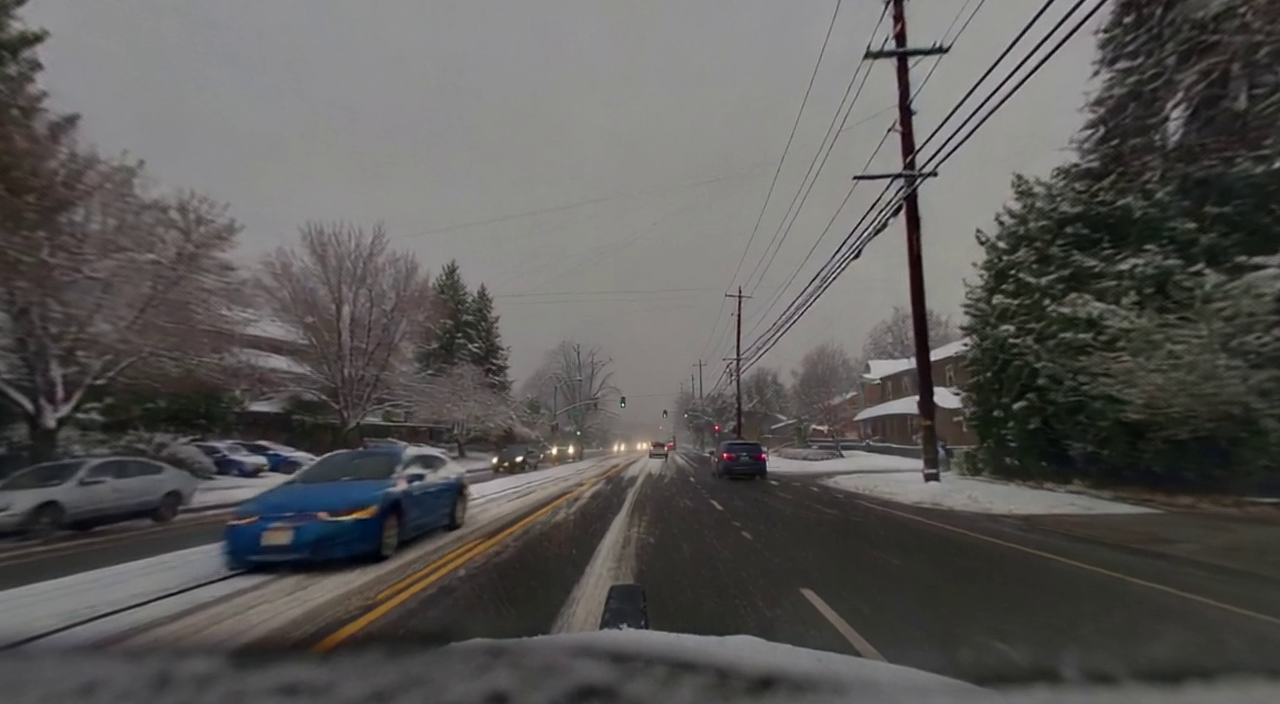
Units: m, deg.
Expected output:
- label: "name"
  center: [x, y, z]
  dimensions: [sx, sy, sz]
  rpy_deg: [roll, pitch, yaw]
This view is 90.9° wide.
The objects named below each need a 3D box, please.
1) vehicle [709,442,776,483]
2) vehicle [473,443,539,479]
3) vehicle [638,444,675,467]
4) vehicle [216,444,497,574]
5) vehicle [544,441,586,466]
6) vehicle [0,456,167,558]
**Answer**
- label: "vehicle"
  center: [4.018, 4.386, 25.470]
  dimensions: [1.951, 1.479, 4.487]
  rpy_deg: [0, -8, 0]
- label: "vehicle"
  center: [-6.440, 5.274, 30.837]
  dimensions: [1.997, 1.566, 4.637]
  rpy_deg: [-1, -8, 3]
- label: "vehicle"
  center: [1.115, 6.742, 41.293]
  dimensions: [2.298, 1.359, 4.081]
  rpy_deg: [-1, -8, 2]
- label: "vehicle"
  center: [-3.539, 2.015, 9.015]
  dimensions: [1.892, 1.354, 4.476]
  rpy_deg: [0, -8, 1]
- label: "vehicle"
  center: [-5.667, 7.737, 48.161]
  dimensions: [2.303, 1.789, 5.423]
  rpy_deg: [-1, -8, 3]
- label: "vehicle"
  center: [-10.526, 2.529, 10.523]
  dimensions: [1.807, 1.451, 4.367]
  rpy_deg: [-1, -8, 1]
